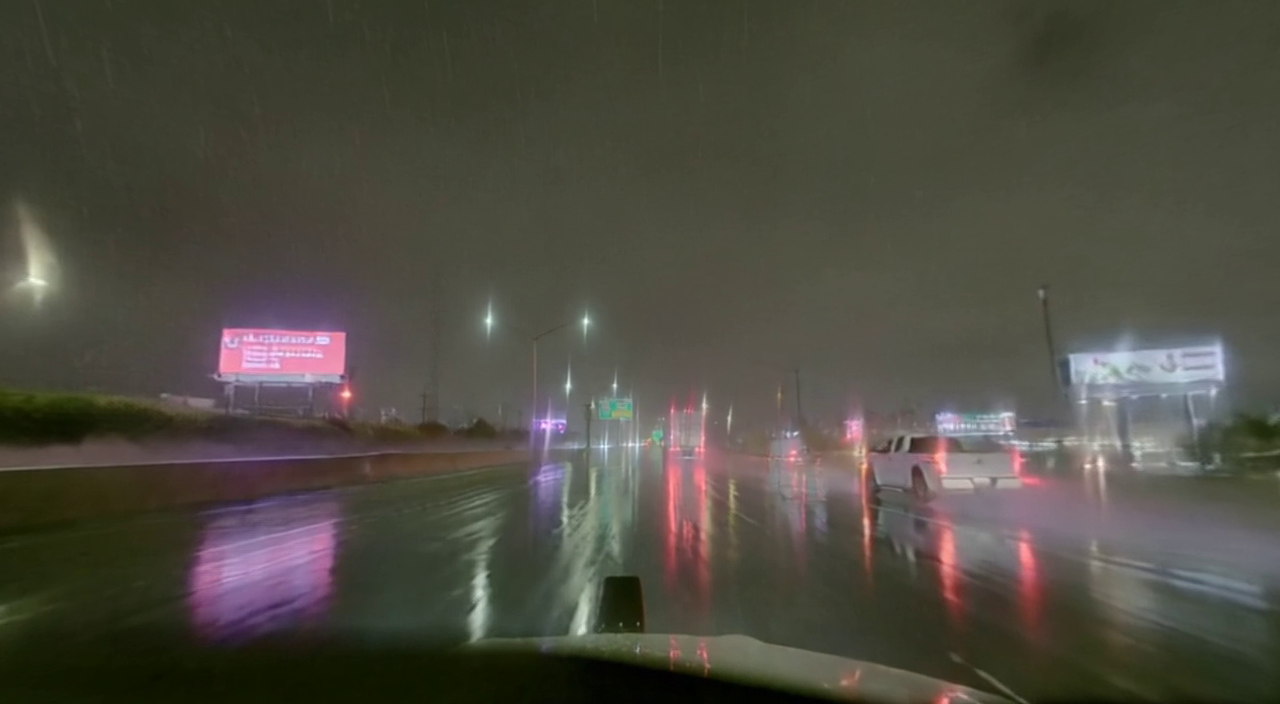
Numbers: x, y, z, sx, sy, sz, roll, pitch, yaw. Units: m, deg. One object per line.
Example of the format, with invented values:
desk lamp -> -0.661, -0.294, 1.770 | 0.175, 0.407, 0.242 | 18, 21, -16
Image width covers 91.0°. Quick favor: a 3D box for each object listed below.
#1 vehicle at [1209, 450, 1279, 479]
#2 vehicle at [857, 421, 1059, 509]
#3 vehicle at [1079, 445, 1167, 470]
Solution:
vehicle -> 36.122, 6.499, 36.550 | 4.238, 1.479, 1.822 | -2, -8, 1
vehicle -> 8.111, 2.966, 16.914 | 2.544, 1.947, 5.288 | 0, -9, -1
vehicle -> 35.827, 7.853, 46.774 | 4.887, 1.728, 1.965 | 1, -9, -2
